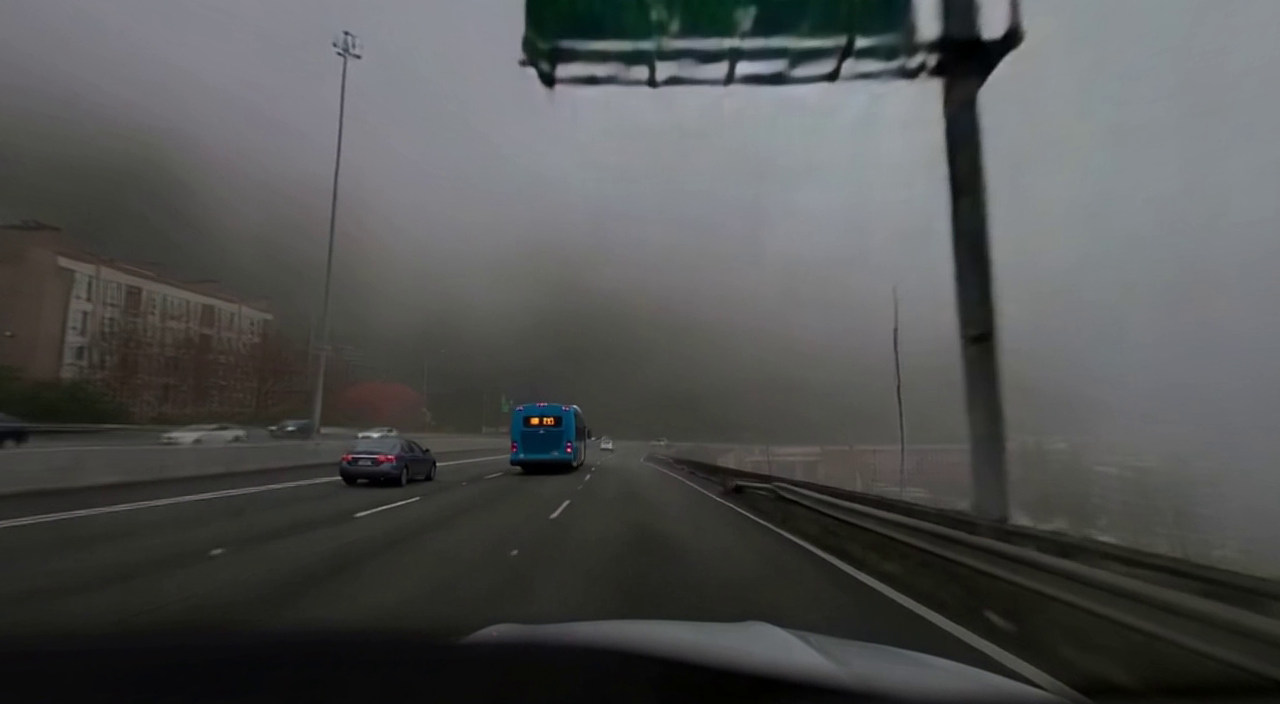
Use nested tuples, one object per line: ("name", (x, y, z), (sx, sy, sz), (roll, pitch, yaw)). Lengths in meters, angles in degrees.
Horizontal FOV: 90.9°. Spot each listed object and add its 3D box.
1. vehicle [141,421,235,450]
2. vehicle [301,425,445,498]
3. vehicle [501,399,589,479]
("vehicle", (-25.881, 4.854, 36.322), (1.731, 1.496, 4.532), (-1, -9, 6))
("vehicle", (-6.984, 2.904, 17.095), (1.993, 1.690, 4.450), (0, -9, -1))
("vehicle", (-3.842, 3.886, 27.499), (2.888, 2.944, 8.373), (0, -9, -2))
